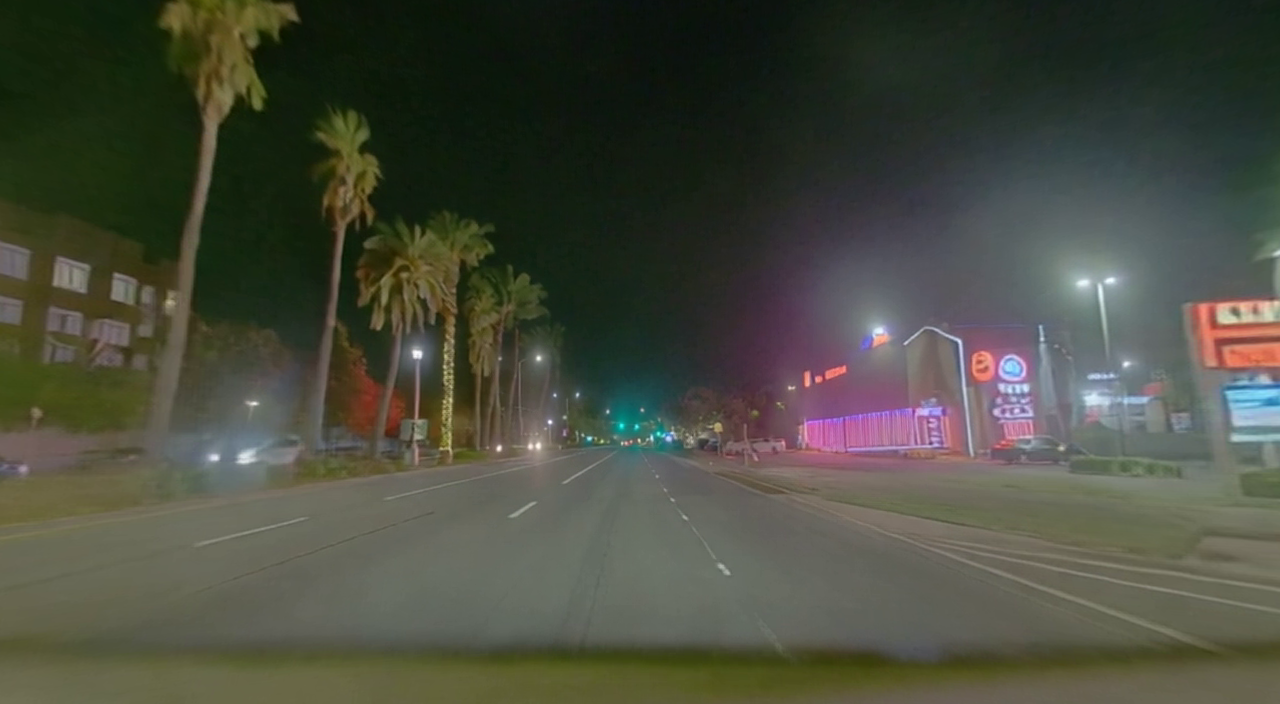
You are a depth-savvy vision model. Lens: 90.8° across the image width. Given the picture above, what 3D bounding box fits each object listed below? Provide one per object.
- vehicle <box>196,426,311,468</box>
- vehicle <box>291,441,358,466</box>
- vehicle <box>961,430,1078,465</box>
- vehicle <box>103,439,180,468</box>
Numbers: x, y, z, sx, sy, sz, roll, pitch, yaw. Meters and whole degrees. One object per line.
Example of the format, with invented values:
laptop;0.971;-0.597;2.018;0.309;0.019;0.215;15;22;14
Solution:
vehicle;-16.477;4.101;27.271;2.013;1.658;4.697;0;-8;-1
vehicle;-19.971;6.449;40.240;1.919;1.476;4.738;0;-9;-2
vehicle;19.253;4.863;32.182;4.552;1.649;2.187;0;-8;-4
vehicle;-36.084;7.345;45.753;4.042;1.413;1.826;-7;-5;-2
